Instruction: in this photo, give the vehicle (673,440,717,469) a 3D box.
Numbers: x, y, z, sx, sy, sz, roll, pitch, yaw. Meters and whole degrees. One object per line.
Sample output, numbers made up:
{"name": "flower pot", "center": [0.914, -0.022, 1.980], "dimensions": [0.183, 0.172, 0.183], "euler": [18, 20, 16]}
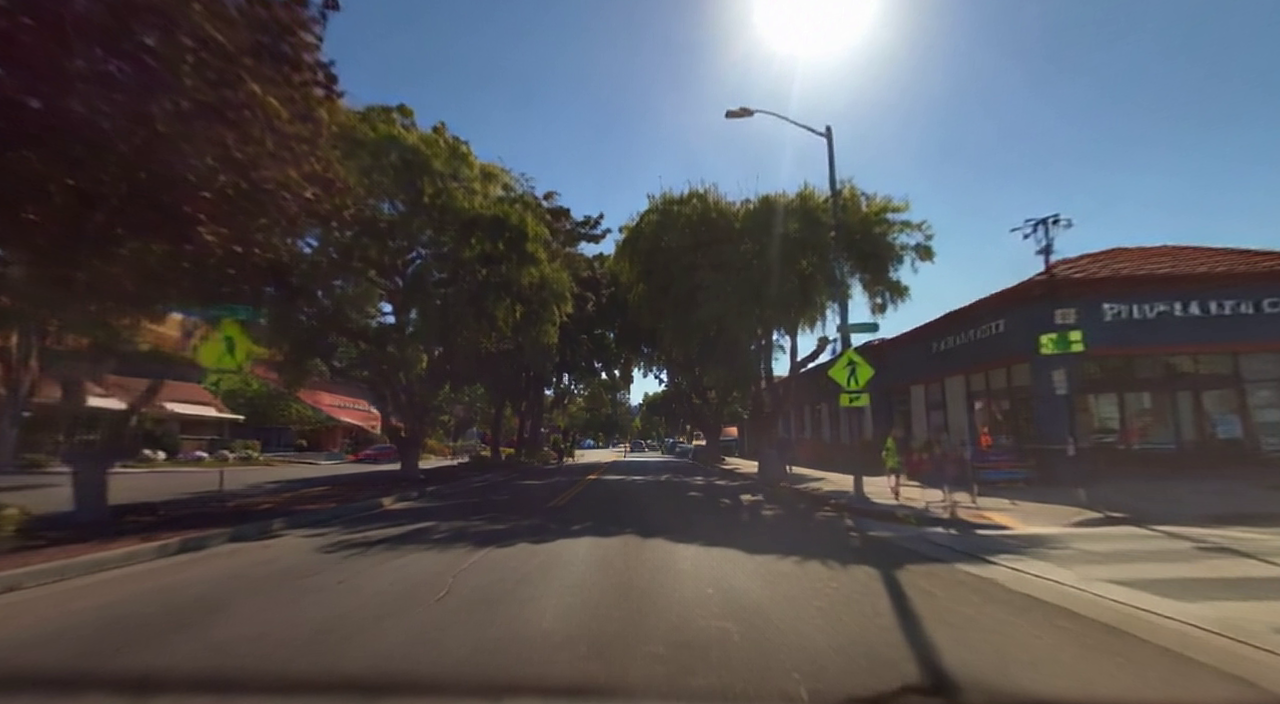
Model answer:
{"name": "vehicle", "center": [3.103, 5.904, 36.484], "dimensions": [2.152, 1.527, 4.010], "euler": [0, -9, 0]}
